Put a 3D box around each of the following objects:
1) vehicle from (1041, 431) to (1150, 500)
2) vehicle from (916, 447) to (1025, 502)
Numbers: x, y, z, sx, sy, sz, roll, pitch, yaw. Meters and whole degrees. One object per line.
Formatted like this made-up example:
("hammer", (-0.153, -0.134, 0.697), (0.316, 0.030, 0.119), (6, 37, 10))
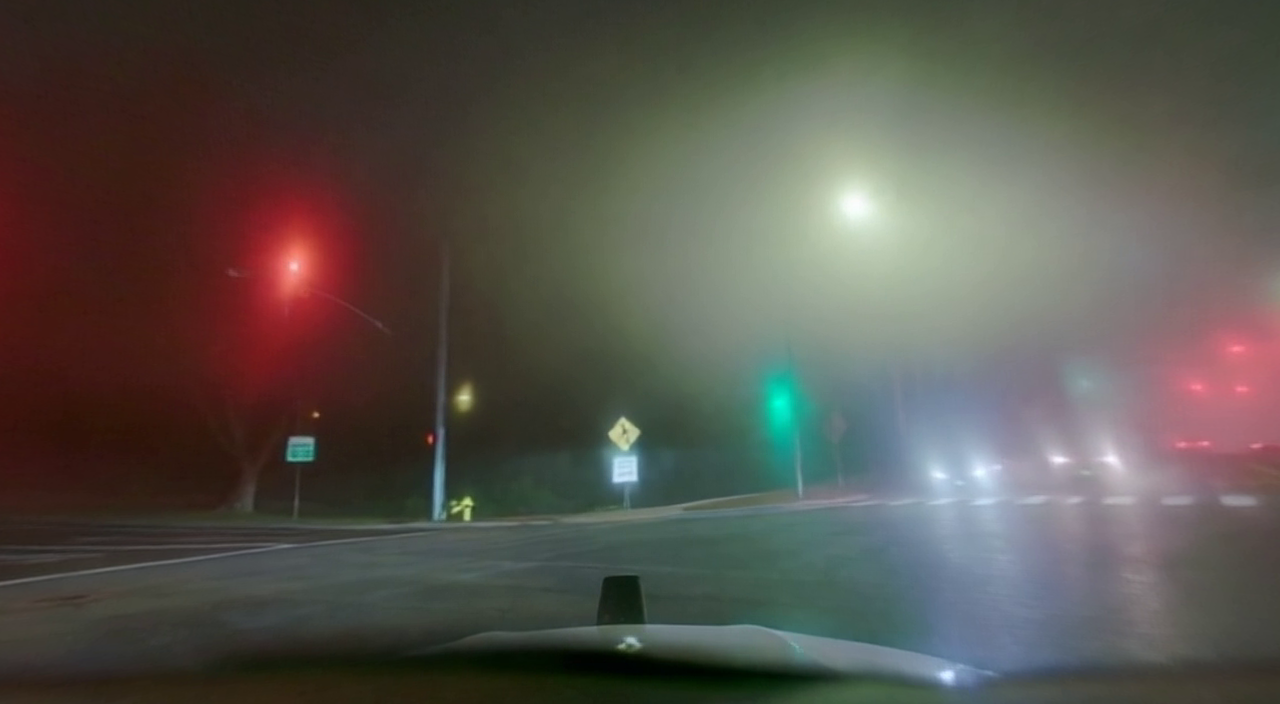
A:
("vehicle", (13.179, 3.225, 18.052), (2.090, 1.697, 4.341), (-8, -12, 39))
("vehicle", (10.430, 3.765, 19.669), (2.029, 1.504, 4.293), (-8, -12, 39))
